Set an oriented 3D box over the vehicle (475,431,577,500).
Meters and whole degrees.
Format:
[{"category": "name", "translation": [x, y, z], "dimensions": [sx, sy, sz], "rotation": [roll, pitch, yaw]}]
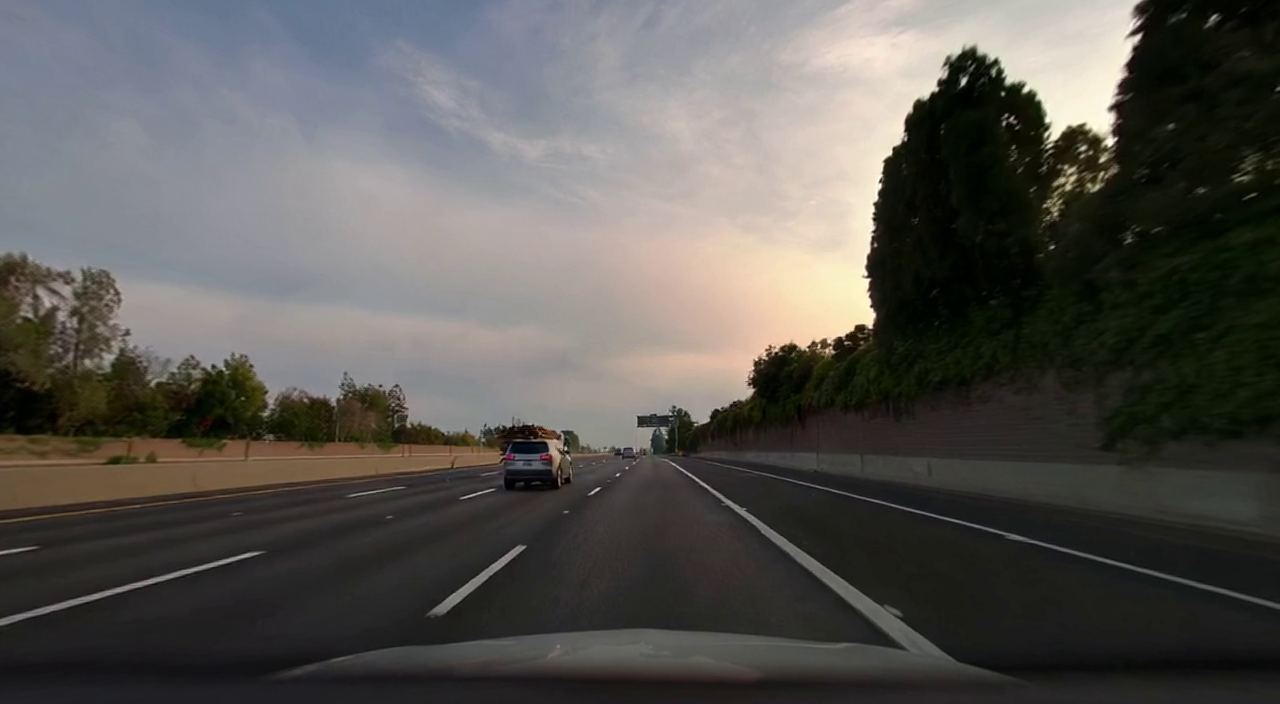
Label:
[{"category": "vehicle", "translation": [-3.196, 3.286, 18.687], "dimensions": [2.114, 1.787, 4.365], "rotation": [0, -8, 1]}]
